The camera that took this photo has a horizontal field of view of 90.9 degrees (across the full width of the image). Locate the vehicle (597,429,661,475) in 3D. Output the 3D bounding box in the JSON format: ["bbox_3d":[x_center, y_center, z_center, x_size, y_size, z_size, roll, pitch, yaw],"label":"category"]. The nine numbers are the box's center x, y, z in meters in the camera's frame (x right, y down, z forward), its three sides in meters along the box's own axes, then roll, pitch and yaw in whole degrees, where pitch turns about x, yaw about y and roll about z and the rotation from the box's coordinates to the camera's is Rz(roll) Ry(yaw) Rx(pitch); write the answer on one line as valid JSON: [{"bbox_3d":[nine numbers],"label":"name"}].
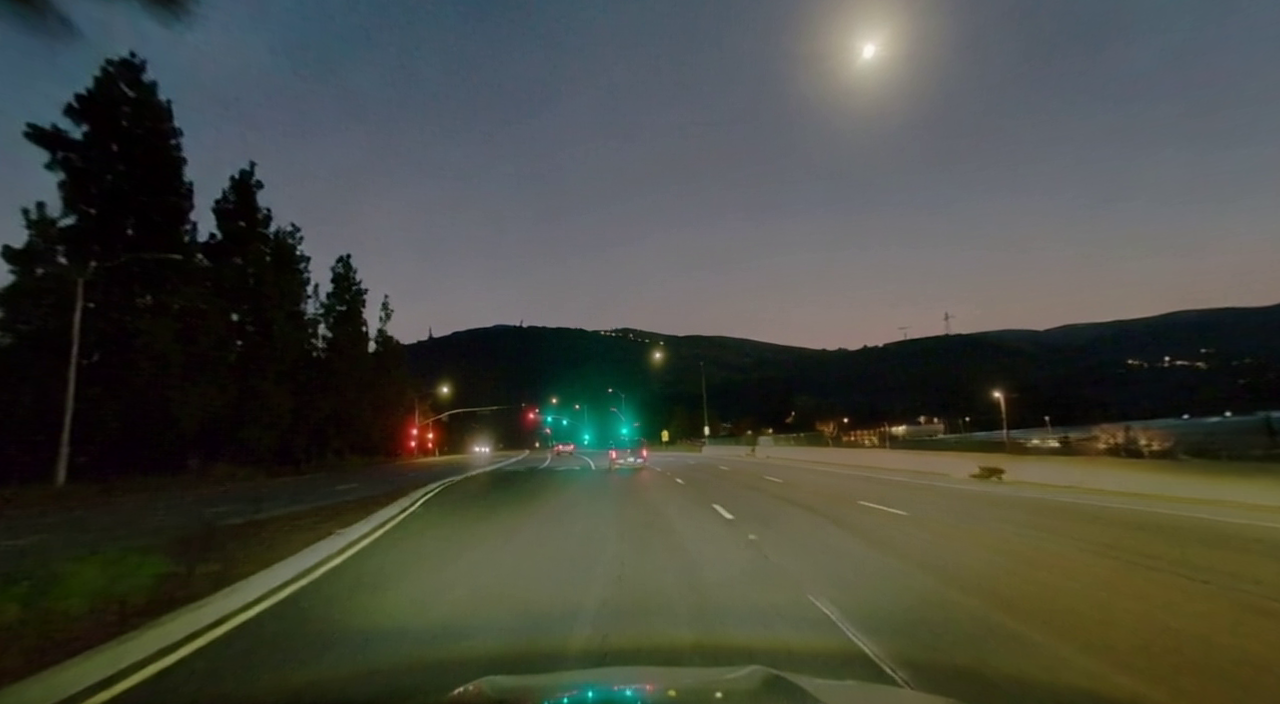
[{"bbox_3d":[-0.560,4.217,26.725,2.253,1.756,4.313,1,-8,-7],"label":"vehicle"}]
